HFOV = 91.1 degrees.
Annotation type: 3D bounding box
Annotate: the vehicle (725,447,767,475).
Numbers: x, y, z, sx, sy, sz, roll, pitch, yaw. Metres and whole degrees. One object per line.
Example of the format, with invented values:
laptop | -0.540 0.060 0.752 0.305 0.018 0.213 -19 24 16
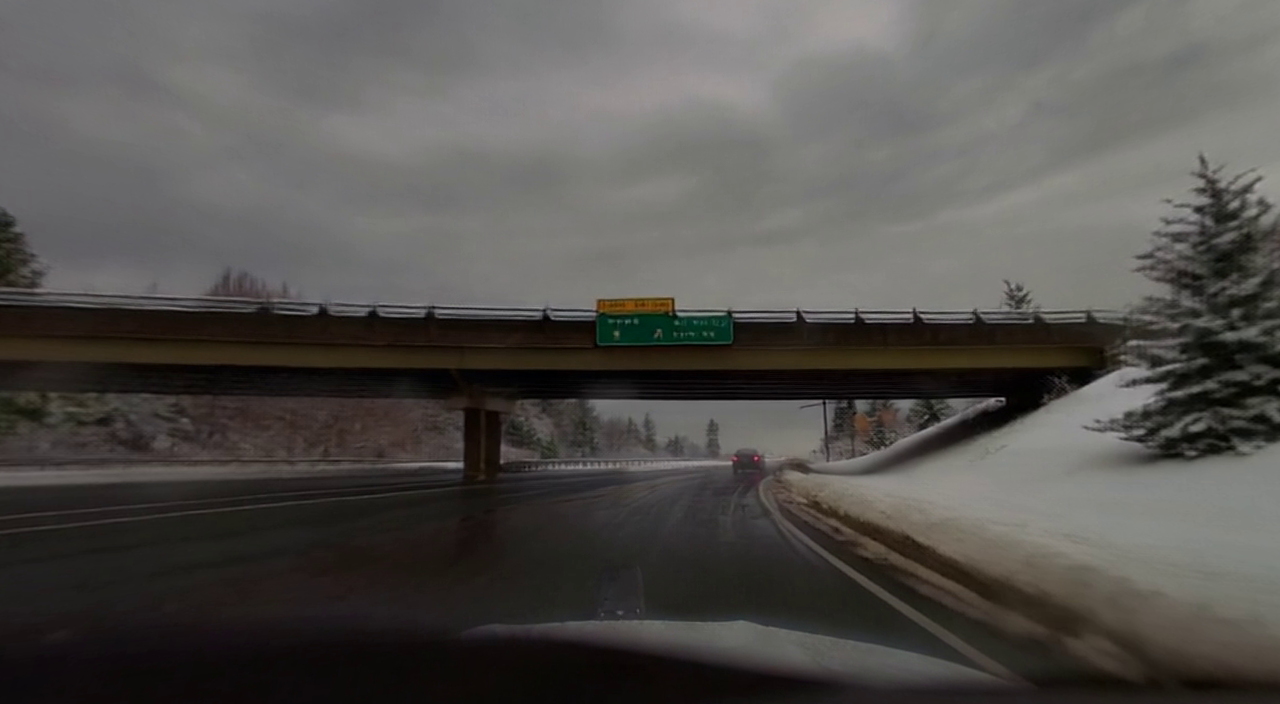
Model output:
vehicle | 5.963 6.036 35.149 1.980 1.449 3.650 -3 -9 14
